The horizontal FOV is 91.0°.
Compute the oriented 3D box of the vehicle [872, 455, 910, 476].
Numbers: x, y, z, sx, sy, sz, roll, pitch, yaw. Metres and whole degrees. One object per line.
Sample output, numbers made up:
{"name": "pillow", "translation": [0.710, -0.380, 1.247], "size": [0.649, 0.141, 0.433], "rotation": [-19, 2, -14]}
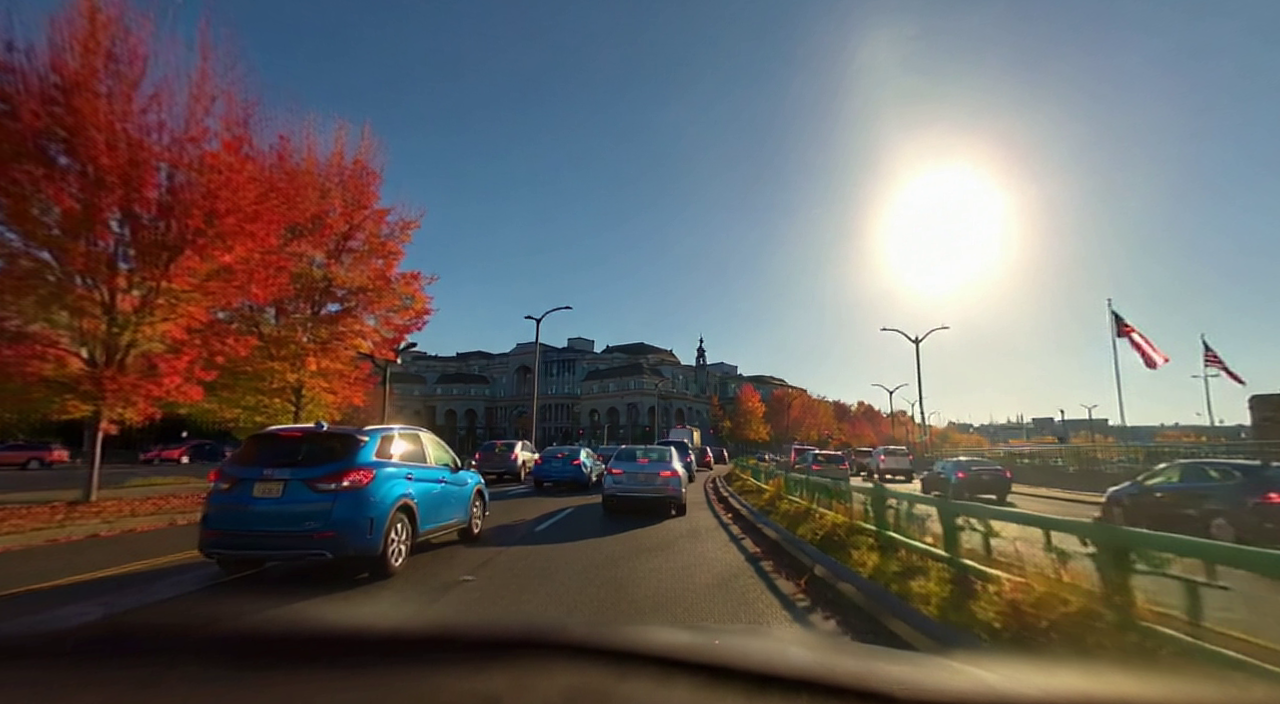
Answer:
{"name": "vehicle", "translation": [18.872, 8.525, 47.486], "size": [1.828, 1.479, 4.391], "rotation": [-1, -9, 11]}

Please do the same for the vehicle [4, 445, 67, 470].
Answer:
{"name": "vehicle", "translation": [-40.155, 6.999, 41.839], "size": [3.667, 1.465, 1.735], "rotation": [-4, -5, 24]}

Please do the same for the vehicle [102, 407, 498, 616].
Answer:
{"name": "vehicle", "translation": [-3.236, 1.597, 7.252], "size": [1.988, 1.635, 4.260], "rotation": [0, -9, 3]}

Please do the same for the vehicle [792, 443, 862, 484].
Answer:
{"name": "vehicle", "translation": [7.700, 4.598, 26.339], "size": [1.944, 1.544, 4.301], "rotation": [0, -9, 5]}

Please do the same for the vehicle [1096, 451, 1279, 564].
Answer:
{"name": "vehicle", "translation": [10.228, 2.490, 10.592], "size": [1.934, 1.585, 4.397], "rotation": [0, -9, 3]}

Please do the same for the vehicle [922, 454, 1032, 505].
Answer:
{"name": "vehicle", "translation": [11.198, 4.230, 21.234], "size": [1.749, 1.481, 3.808], "rotation": [0, -9, 3]}

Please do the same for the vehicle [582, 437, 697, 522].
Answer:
{"name": "vehicle", "translation": [0.143, 2.651, 13.660], "size": [2.090, 1.506, 4.276], "rotation": [0, -9, 4]}

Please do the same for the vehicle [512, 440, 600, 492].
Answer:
{"name": "vehicle", "translation": [-2.677, 3.782, 21.276], "size": [1.974, 1.549, 4.603], "rotation": [0, -9, 5]}
